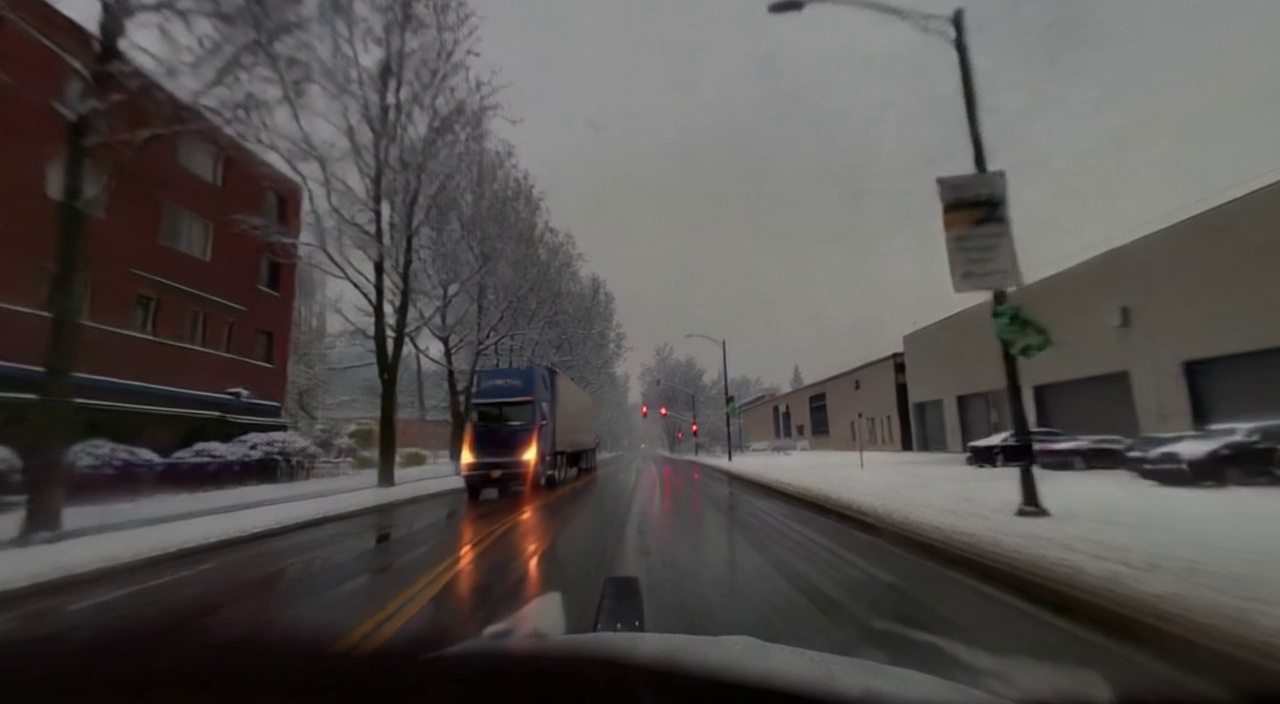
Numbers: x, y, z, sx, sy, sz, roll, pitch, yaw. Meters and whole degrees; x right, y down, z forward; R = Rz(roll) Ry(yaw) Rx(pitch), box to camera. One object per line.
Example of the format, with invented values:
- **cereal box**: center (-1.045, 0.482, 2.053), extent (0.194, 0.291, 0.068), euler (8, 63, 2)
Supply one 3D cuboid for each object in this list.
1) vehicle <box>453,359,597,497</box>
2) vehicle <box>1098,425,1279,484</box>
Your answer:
- **vehicle**: center (-4.162, 3.541, 27.730), extent (3.160, 4.343, 15.392), euler (0, -9, 1)
- **vehicle**: center (15.957, 2.931, 18.072), extent (4.061, 1.590, 1.862), euler (0, -8, 1)
